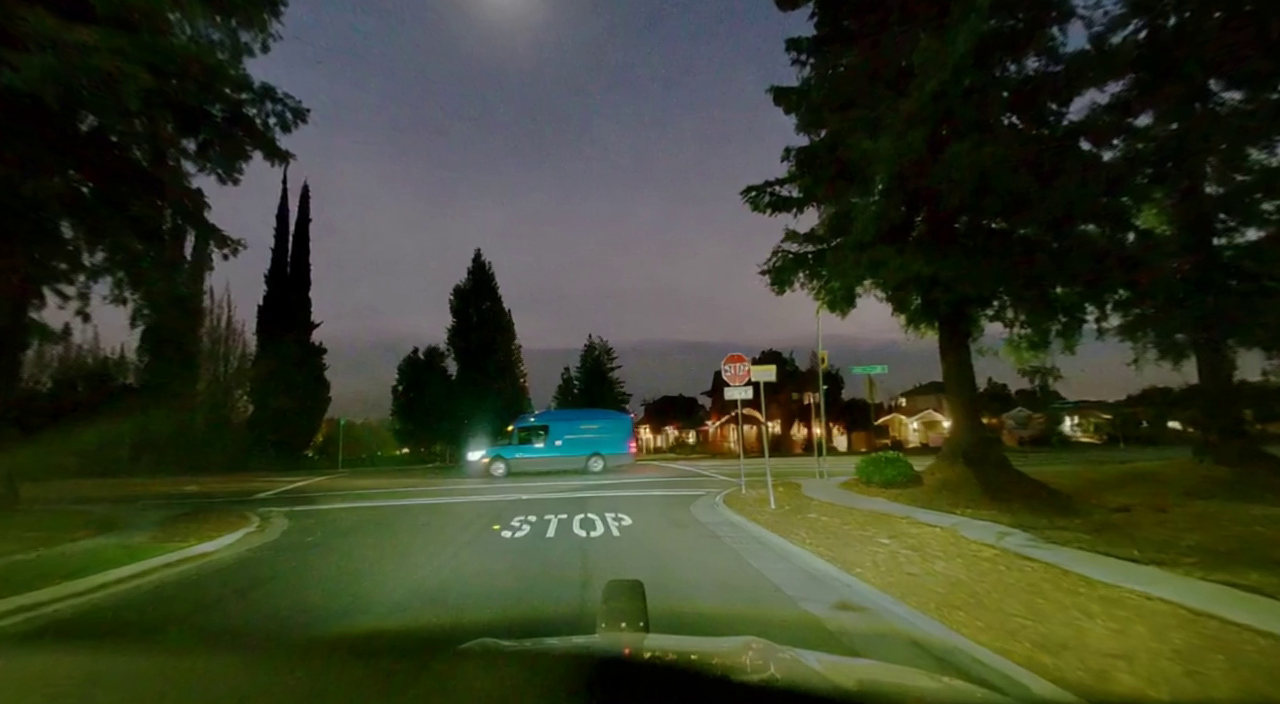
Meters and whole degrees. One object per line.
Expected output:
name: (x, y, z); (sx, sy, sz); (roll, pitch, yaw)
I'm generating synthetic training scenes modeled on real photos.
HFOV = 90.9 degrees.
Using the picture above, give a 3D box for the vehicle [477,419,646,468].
vehicle: (-3.380, 3.917, 27.102); (6.877, 1.941, 2.405); (1, -8, -11)
